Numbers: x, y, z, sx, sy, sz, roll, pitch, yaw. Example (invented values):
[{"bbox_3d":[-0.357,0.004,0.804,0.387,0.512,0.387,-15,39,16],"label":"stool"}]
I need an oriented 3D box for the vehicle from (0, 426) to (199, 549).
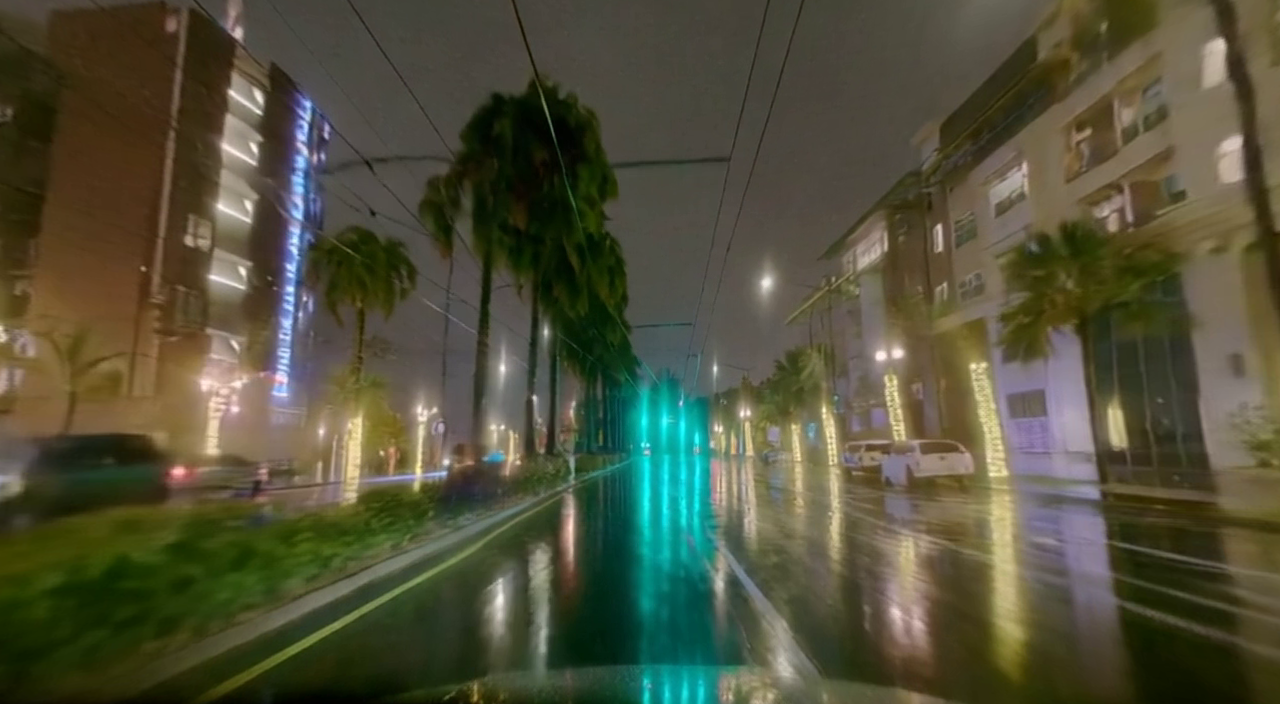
[{"bbox_3d":[-10.827,2.329,11.337,2.096,1.860,4.953,-1,-8,1],"label":"vehicle"}]

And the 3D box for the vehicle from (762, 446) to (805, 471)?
[{"bbox_3d":[9.017,6.695,39.877,1.733,1.468,4.326,0,-8,0],"label":"vehicle"}]

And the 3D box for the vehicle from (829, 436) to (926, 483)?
[{"bbox_3d":[8.810,4.002,23.792,1.878,1.605,4.242,0,-8,-2],"label":"vehicle"}]

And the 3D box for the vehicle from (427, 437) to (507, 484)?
[{"bbox_3d":[-7.318,4.628,27.129,2.032,1.824,4.557,0,-8,2],"label":"vehicle"}]

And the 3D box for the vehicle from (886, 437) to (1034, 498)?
[{"bbox_3d":[8.781,3.163,17.743,1.816,1.488,4.102,0,-8,-3],"label":"vehicle"}]
